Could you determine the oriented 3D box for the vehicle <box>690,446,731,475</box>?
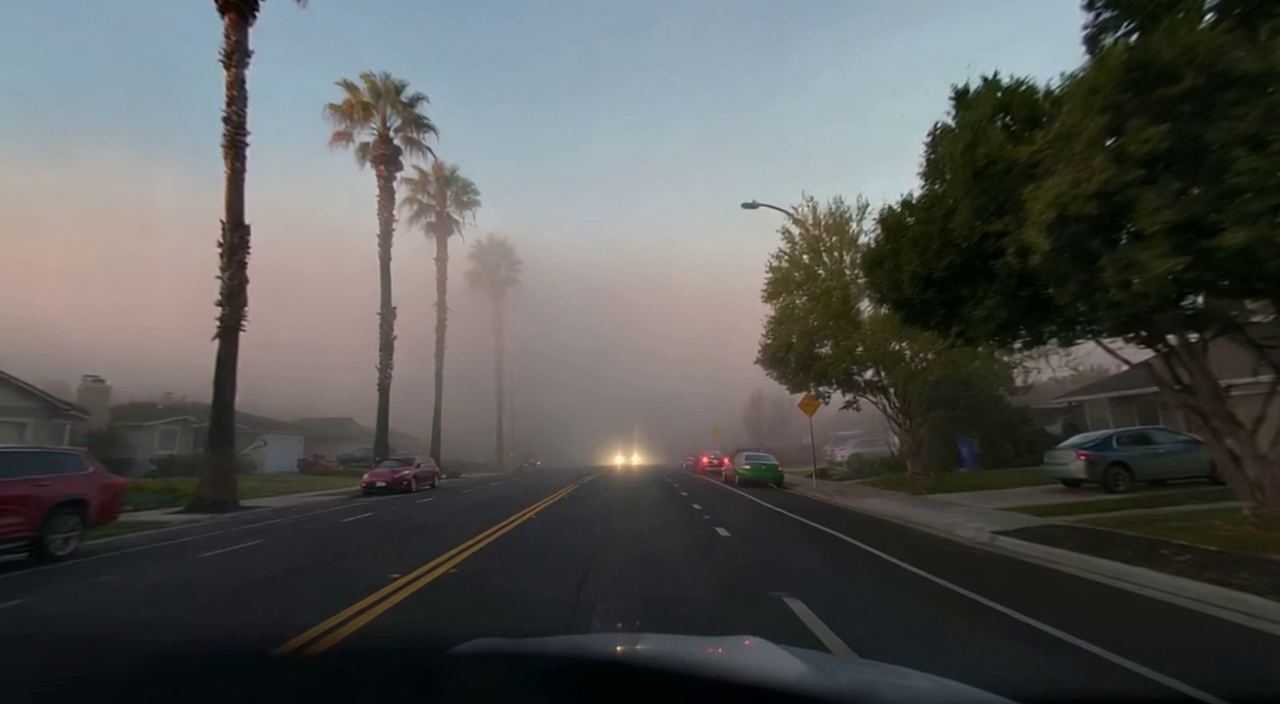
[{"bbox_3d":[4.267,6.676,39.175,2.017,1.646,5.389,0,-9,1],"label":"vehicle"}]

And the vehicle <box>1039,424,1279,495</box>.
[{"bbox_3d":[12.273,2.537,15.062,4.169,1.567,1.852,0,-9,3],"label":"vehicle"}]

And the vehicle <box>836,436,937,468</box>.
[{"bbox_3d":[12.539,5.100,32.312,4.288,1.539,1.934,0,-9,-2],"label":"vehicle"}]

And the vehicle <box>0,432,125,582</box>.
[{"bbox_3d":[-8.869,1.912,7.336,2.061,1.783,4.631,-2,-6,-3],"label":"vehicle"}]

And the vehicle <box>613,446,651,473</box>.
[{"bbox_3d":[-0.473,6.354,37.507,2.098,1.483,4.099,0,-9,-1],"label":"vehicle"}]

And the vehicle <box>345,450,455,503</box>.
[{"bbox_3d":[-9.095,4.718,24.560,2.181,1.527,5.441,-2,-7,0],"label":"vehicle"}]

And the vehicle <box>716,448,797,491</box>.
[{"bbox_3d":[4.402,4.524,24.782,2.033,1.495,5.175,0,-9,-2],"label":"vehicle"}]
